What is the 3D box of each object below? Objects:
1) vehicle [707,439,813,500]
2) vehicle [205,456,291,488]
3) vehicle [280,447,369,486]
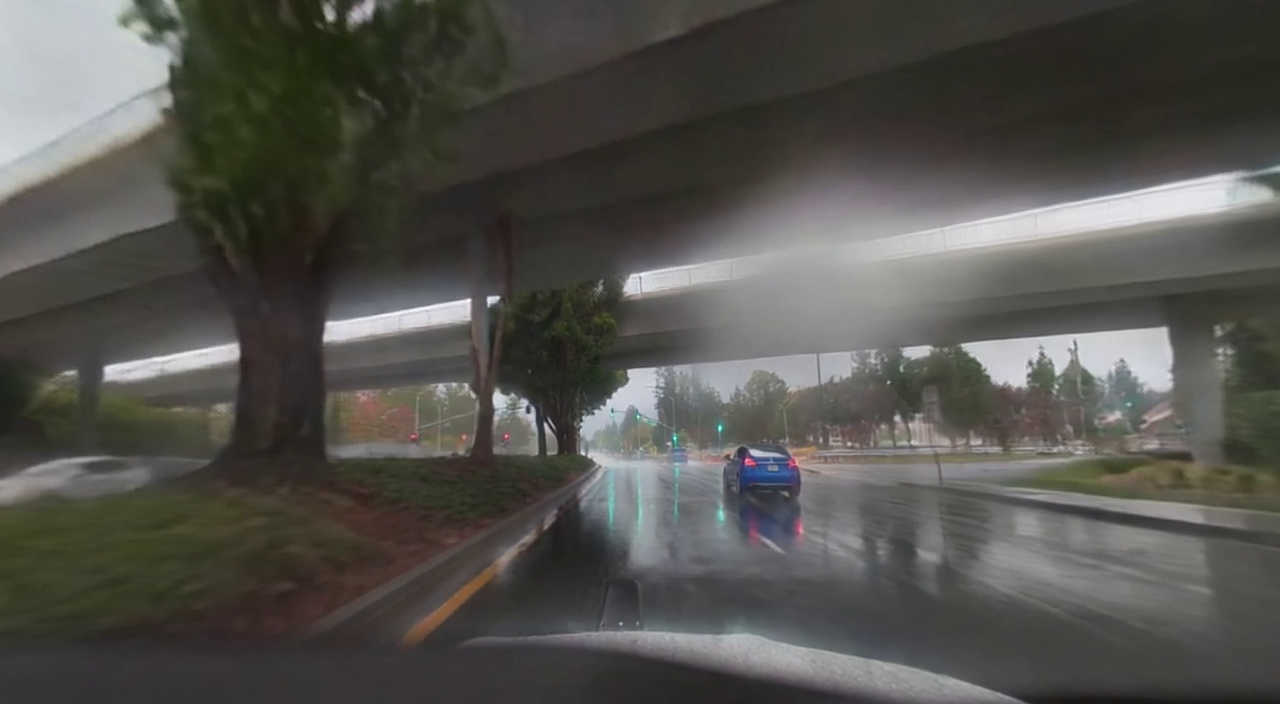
[{"bbox_3d":[3.258,3.284,18.116,2.062,1.484,4.332,0,-8,-2],"label":"vehicle"},{"bbox_3d":[-21.074,6.429,34.198,1.946,1.502,4.195,0,-8,0],"label":"vehicle"},{"bbox_3d":[-14.434,5.206,29.201,1.912,1.632,4.326,0,-8,0],"label":"vehicle"}]
